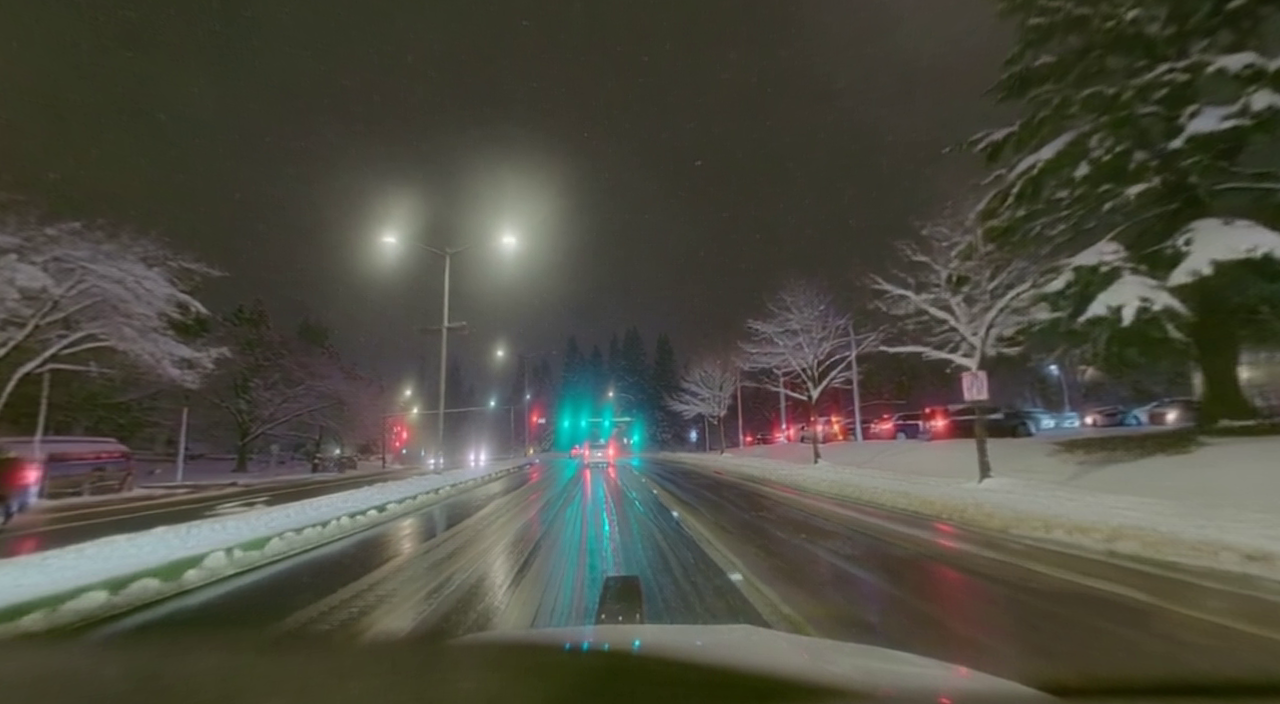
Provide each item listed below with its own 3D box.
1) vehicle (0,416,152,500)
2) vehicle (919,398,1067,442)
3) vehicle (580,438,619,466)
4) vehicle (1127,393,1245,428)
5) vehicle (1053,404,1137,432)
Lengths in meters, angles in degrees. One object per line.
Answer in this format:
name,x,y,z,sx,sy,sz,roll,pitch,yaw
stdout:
vehicle,-30.174,5.431,32.940,3.377,3.796,8.315,0,-8,-6
vehicle,14.551,2.858,26.219,4.851,1.737,2.189,1,-8,-6
vehicle,-2.570,6.208,39.332,2.197,1.642,4.312,1,-8,-6
vehicle,29.414,3.232,34.262,2.175,1.626,4.598,0,-8,-2
vehicle,29.084,4.281,40.605,1.900,1.570,4.438,0,-8,-3
